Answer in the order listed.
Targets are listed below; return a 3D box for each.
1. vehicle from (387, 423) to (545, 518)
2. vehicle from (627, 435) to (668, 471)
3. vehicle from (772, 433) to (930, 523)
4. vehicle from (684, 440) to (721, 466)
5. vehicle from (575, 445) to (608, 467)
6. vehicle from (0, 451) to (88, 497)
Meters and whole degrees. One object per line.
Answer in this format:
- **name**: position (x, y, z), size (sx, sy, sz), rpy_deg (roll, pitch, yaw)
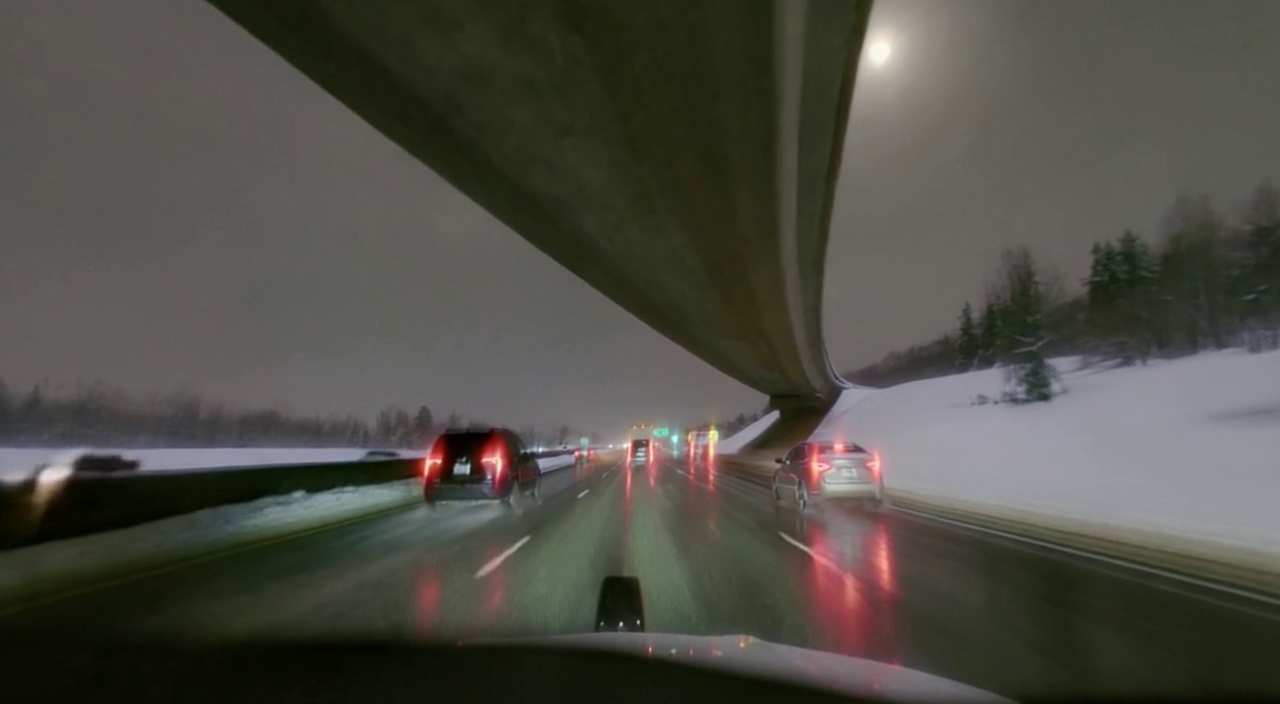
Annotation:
- **vehicle**: position (-3.582, 2.550, 14.014), size (2.089, 1.751, 4.515), rpy_deg (0, -9, 2)
- **vehicle**: position (0.410, 5.755, 35.947), size (2.155, 1.909, 4.529), rpy_deg (0, -9, 0)
- **vehicle**: position (4.097, 2.504, 12.984), size (1.959, 1.554, 3.795), rpy_deg (0, -9, 1)
- **vehicle**: position (4.606, 7.502, 46.905), size (2.231, 1.807, 4.588), rpy_deg (0, -9, 0)
- **vehicle**: position (-3.462, 7.497, 45.632), size (1.994, 1.475, 4.171), rpy_deg (0, -9, 1)
- **vehicle**: position (-23.401, 4.439, 23.057), size (1.918, 1.555, 4.687), rpy_deg (0, -9, 3)
